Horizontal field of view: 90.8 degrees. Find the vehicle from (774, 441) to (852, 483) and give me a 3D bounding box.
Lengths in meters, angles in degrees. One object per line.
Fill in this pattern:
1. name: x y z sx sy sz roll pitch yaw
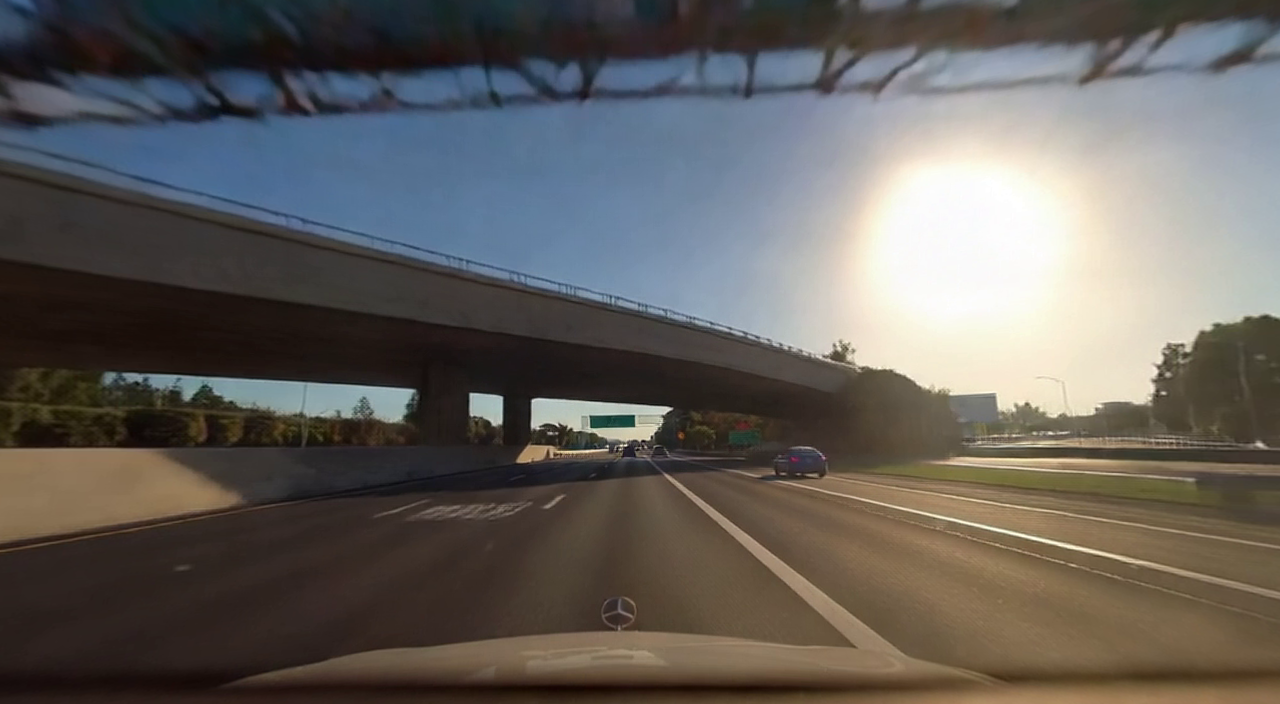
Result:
1. vehicle: 6.872 4.383 25.578 1.958 1.498 4.447 0 -8 1
